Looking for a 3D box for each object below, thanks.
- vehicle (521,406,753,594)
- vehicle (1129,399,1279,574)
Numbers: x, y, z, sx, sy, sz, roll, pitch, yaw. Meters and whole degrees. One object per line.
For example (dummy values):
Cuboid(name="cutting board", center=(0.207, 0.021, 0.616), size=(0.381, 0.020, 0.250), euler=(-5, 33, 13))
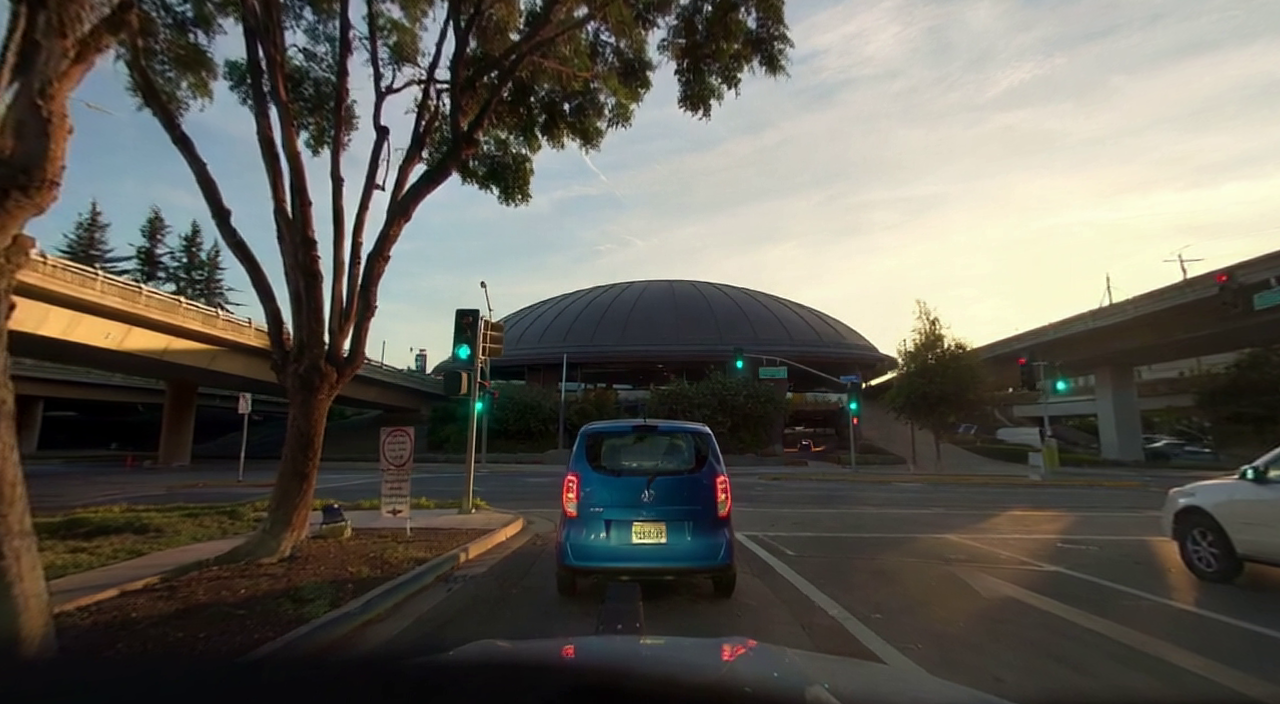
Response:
Cuboid(name="vehicle", center=(-0.004, 1.556, 7.345), size=(1.976, 1.584, 3.772), euler=(0, -9, 1))
Cuboid(name="vehicle", center=(7.617, 1.333, 6.097), size=(2.055, 1.776, 4.646), euler=(0, -9, 1))
